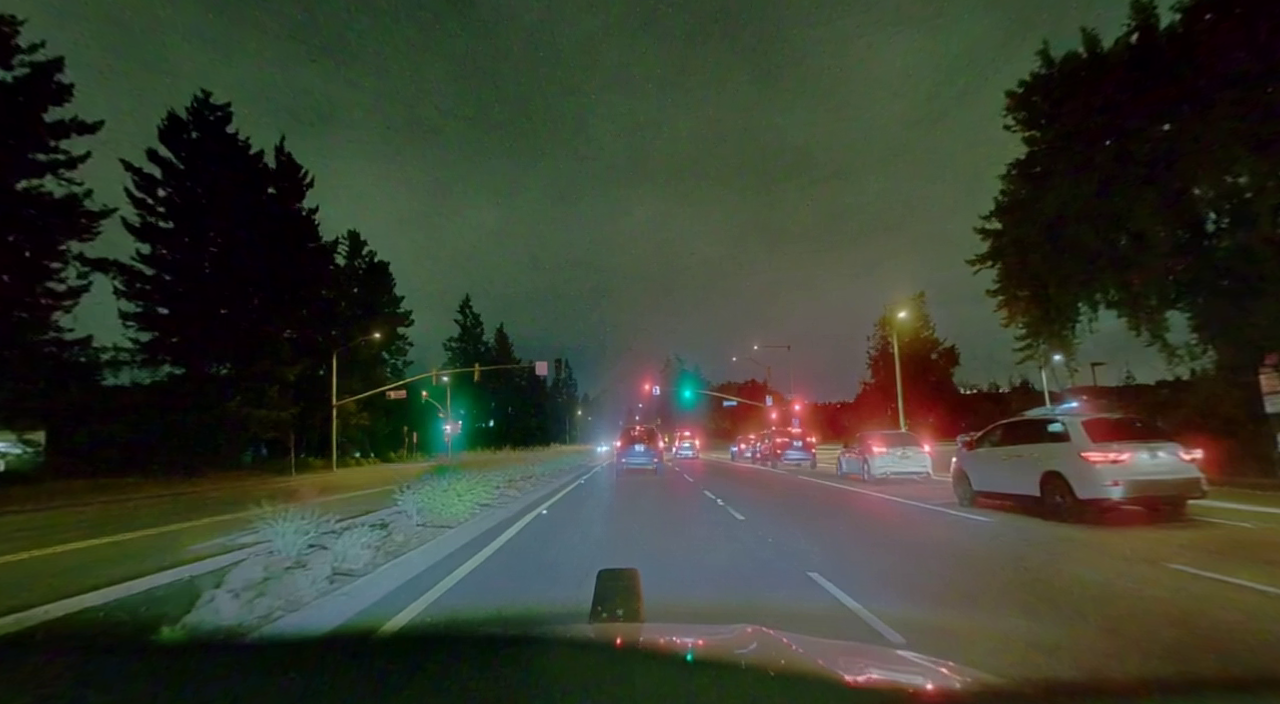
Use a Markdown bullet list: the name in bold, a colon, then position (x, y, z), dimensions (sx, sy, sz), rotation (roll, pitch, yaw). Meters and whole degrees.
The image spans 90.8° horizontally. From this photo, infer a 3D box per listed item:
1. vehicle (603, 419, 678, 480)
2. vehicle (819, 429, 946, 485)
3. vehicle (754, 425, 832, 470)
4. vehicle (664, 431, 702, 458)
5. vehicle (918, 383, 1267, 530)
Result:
- **vehicle**: position (-0.004, 3.387, 21.975), dimensions (2.353, 1.894, 4.122), rotation (0, -9, 0)
- **vehicle**: position (7.311, 3.233, 19.696), dimensions (2.004, 1.504, 4.836), rotation (0, -9, -1)
- **vehicle**: position (6.987, 4.447, 29.521), dimensions (2.251, 1.873, 5.346), rotation (0, -9, 0)
- **vehicle**: position (3.074, 6.781, 46.258), dimensions (2.388, 1.833, 4.506), rotation (0, -9, -1)
- **vehicle**: position (7.064, 1.742, 10.835), dimensions (2.226, 1.913, 4.901), rotation (0, -9, -1)
